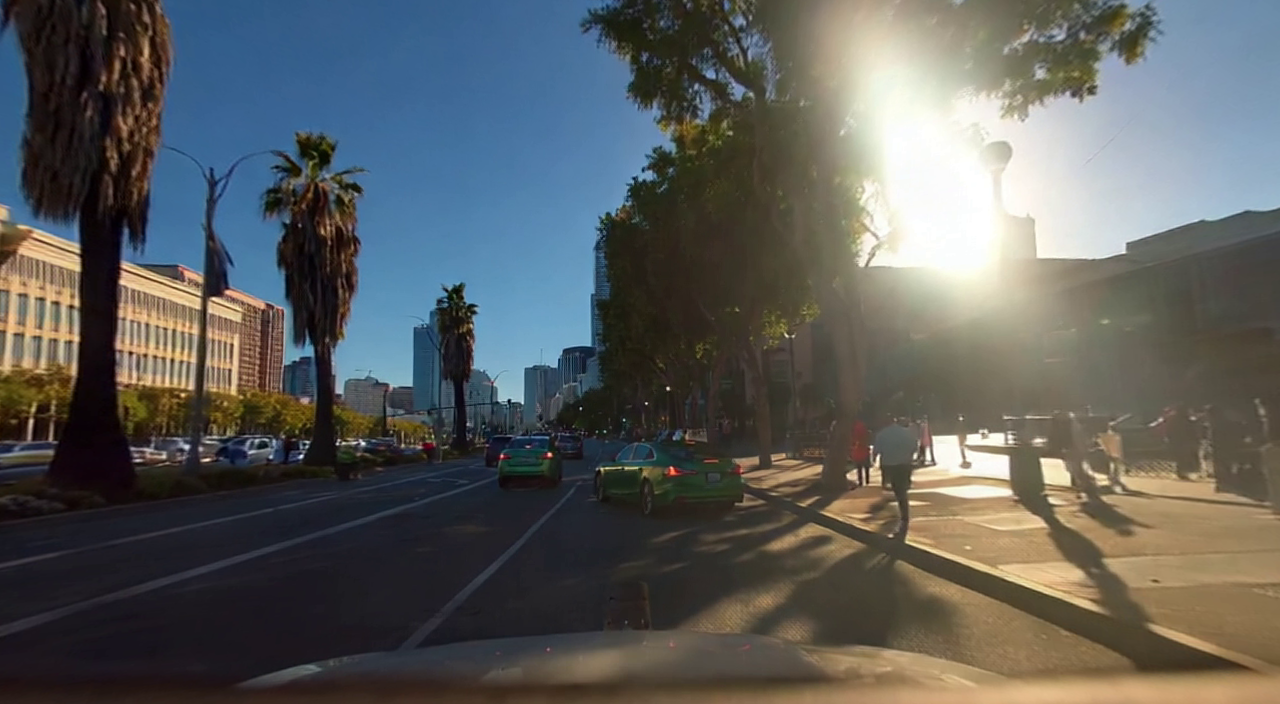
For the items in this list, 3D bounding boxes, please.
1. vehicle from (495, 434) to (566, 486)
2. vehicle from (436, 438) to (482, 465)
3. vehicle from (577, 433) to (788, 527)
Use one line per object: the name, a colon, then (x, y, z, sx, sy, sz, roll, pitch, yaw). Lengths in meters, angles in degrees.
vehicle: (-3.807, 3.827, 22.615, 2.039, 1.628, 4.331, 0, -9, -4)
vehicle: (-11.305, 6.228, 39.549, 1.930, 1.583, 4.423, 0, -9, -5)
vehicle: (0.570, 2.412, 12.532, 1.930, 1.477, 4.657, 4, -10, -29)
